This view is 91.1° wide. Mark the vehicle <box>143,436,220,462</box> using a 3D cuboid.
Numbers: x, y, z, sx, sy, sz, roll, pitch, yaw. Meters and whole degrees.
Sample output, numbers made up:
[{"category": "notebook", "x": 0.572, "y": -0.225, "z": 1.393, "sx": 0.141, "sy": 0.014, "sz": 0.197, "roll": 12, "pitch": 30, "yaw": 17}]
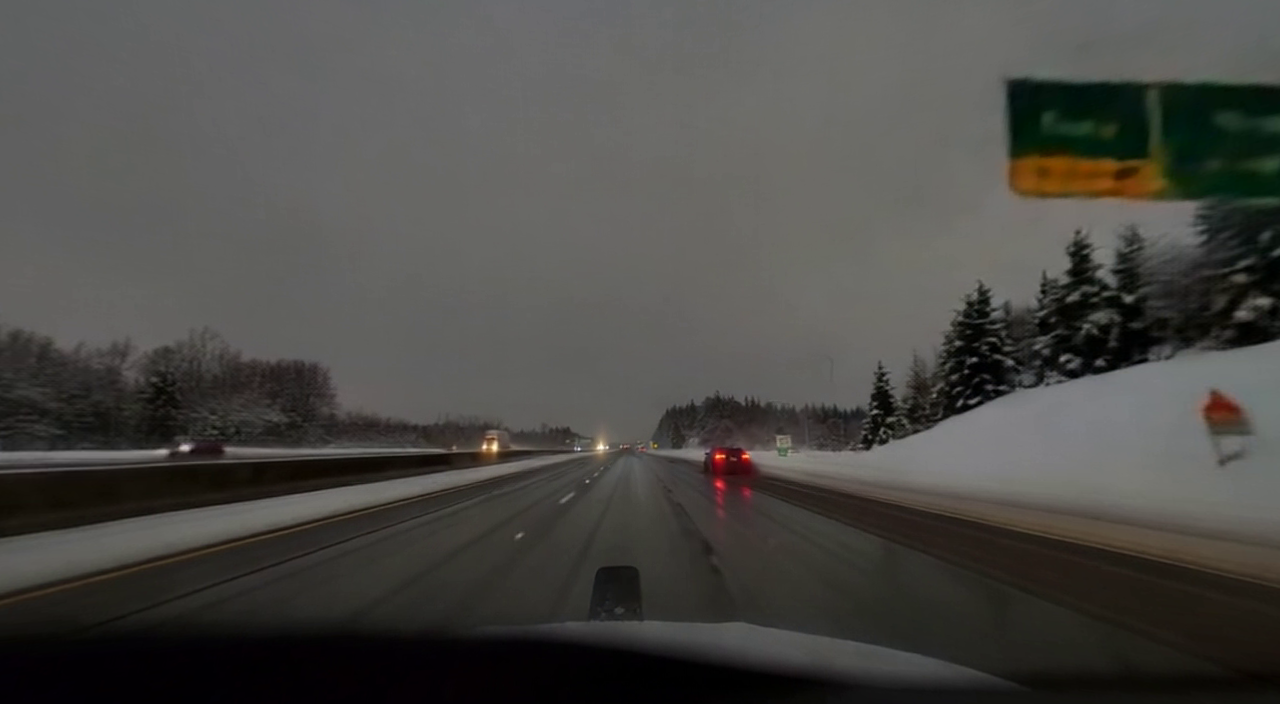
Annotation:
[{"category": "vehicle", "x": -33.345, "y": 7.088, "z": 45.914, "sx": 2.004, "sy": 1.820, "sz": 4.685, "roll": -1, "pitch": -9, "yaw": 0}]

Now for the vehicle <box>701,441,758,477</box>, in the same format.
[{"category": "vehicle", "x": 4.105, "y": 5.030, "z": 29.622, "sx": 1.984, "sy": 1.540, "sz": 3.973, "roll": 0, "pitch": -9, "yaw": -2}]
